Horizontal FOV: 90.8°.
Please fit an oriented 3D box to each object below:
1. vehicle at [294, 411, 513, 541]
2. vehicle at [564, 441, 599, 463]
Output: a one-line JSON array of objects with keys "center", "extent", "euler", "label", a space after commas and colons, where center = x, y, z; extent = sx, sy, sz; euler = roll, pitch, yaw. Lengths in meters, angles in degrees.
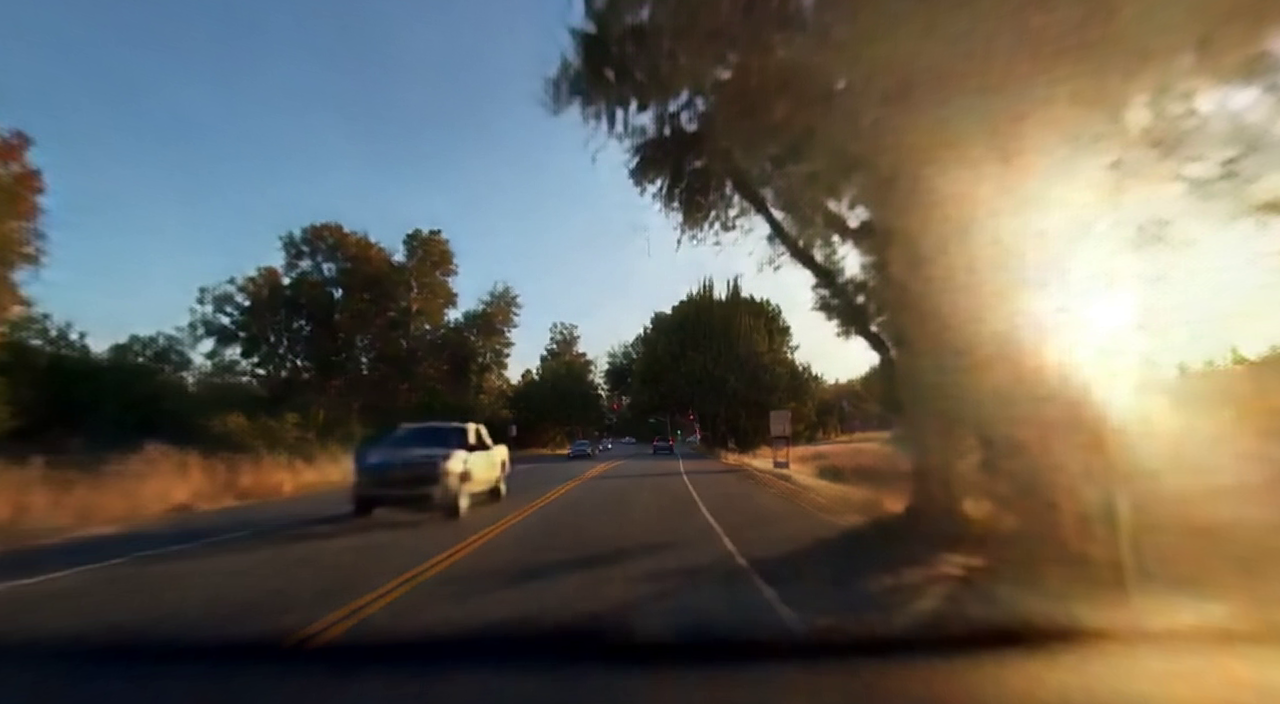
[{"center": [-3.790, 2.076, 11.258], "extent": [2.097, 1.791, 4.663], "euler": [-1, -8, 0], "label": "vehicle"}, {"center": [-4.161, 7.197, 45.670], "extent": [2.002, 1.455, 4.450], "euler": [-1, -8, 2], "label": "vehicle"}]
